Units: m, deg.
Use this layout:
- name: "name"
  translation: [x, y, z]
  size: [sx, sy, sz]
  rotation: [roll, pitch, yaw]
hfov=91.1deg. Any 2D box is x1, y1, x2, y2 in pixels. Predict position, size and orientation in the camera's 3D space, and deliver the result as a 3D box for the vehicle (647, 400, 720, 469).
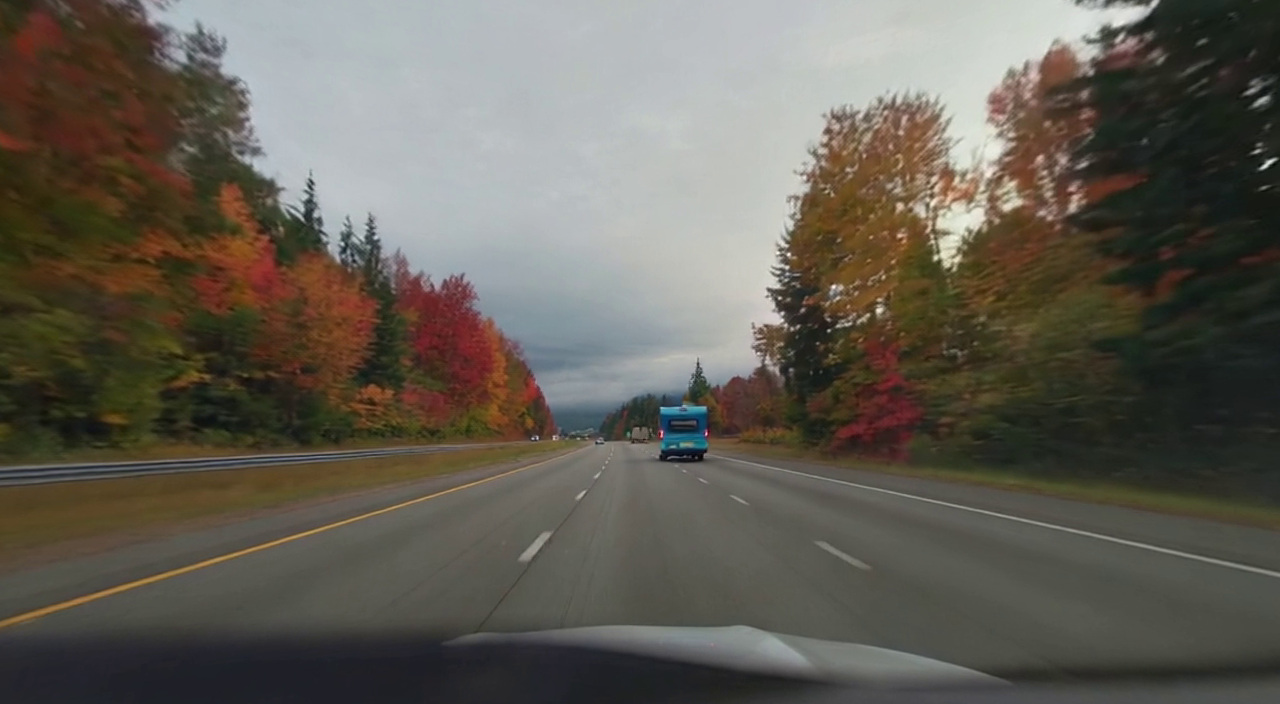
- name: "vehicle"
  translation: [1.865, 3.934, 30.058]
  size: [2.815, 2.876, 7.101]
  rotation: [0, -8, -1]
